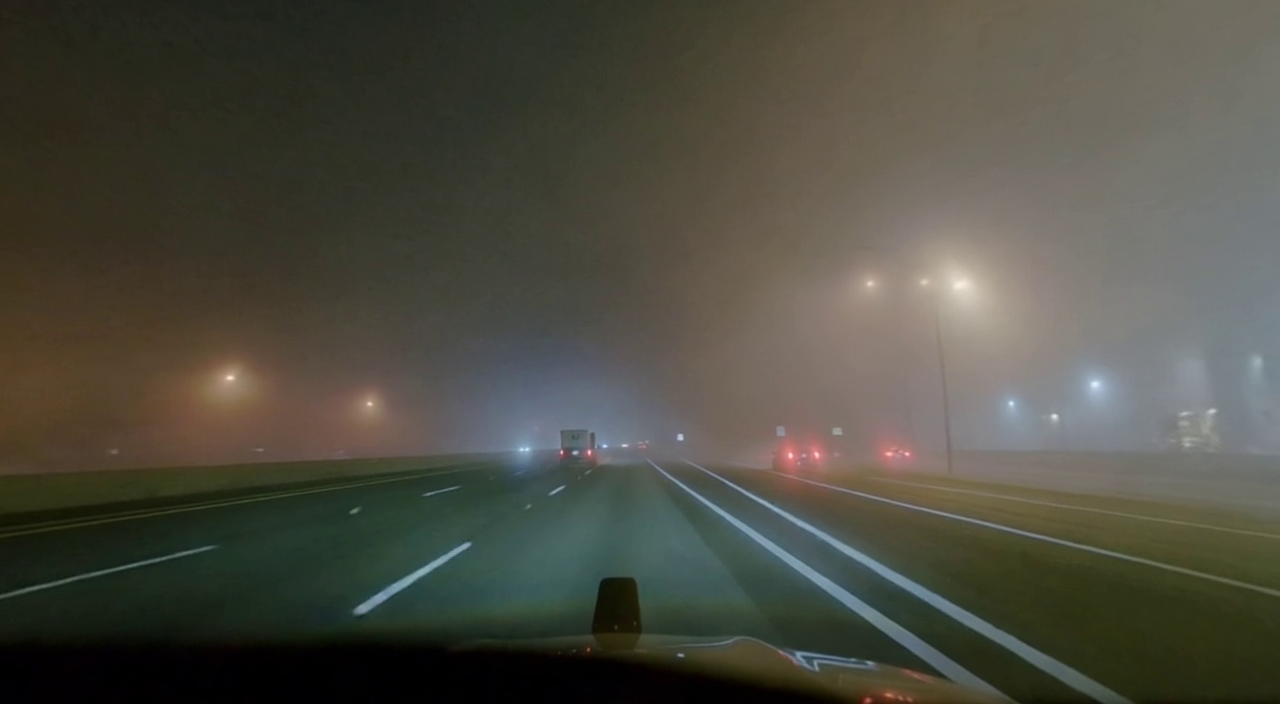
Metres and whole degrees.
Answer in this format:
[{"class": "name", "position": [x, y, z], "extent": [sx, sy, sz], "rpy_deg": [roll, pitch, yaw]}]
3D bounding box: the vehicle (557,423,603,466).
[{"class": "vehicle", "position": [-4.378, 6.953, 47.442], "extent": [2.881, 2.937, 7.045], "rpy_deg": [0, -9, -1]}]

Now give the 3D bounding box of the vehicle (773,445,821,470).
[{"class": "vehicle", "position": [10.008, 6.762, 40.586], "extent": [2.035, 1.491, 4.246], "rpy_deg": [0, -9, 1]}]
